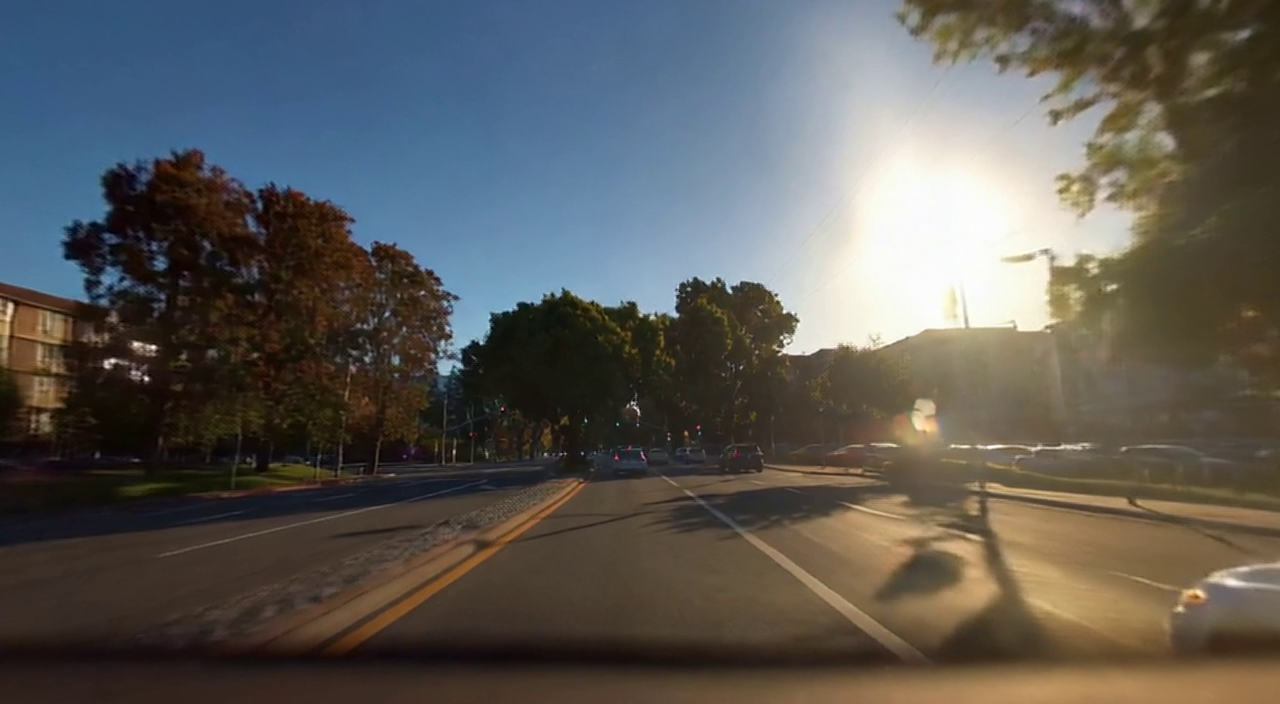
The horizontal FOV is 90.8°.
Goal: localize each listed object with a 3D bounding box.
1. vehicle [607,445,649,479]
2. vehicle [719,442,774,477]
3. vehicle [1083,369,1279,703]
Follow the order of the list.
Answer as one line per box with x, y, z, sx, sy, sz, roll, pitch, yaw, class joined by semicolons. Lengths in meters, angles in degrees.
-0.708;5.903;34.076;2.101;1.641;4.341;0;-9;-3;vehicle
6.235;6.374;37.721;2.052;1.886;5.297;0;-9;-3;vehicle
3.488;0.688;1.149;1.893;1.664;4.670;0;-9;-1;vehicle
